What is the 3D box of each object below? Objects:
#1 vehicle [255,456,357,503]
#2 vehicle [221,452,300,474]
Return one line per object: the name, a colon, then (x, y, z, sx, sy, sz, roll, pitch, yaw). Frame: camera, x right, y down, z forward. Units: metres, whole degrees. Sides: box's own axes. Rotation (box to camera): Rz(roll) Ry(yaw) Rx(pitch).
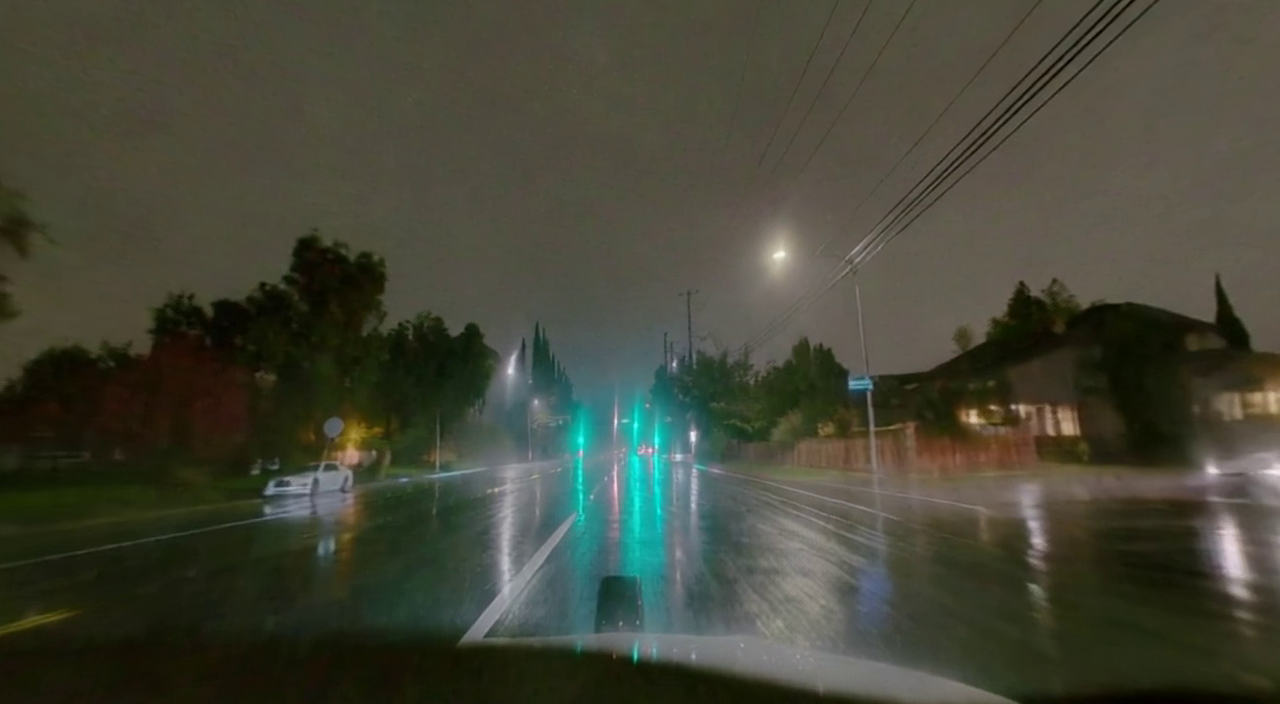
vehicle: (-13.859, 5.277, 26.555, 1.941, 1.501, 4.432, -4, -7, 0)
vehicle: (-28.468, 8.339, 47.545, 4.637, 1.472, 1.944, 0, -8, -3)
